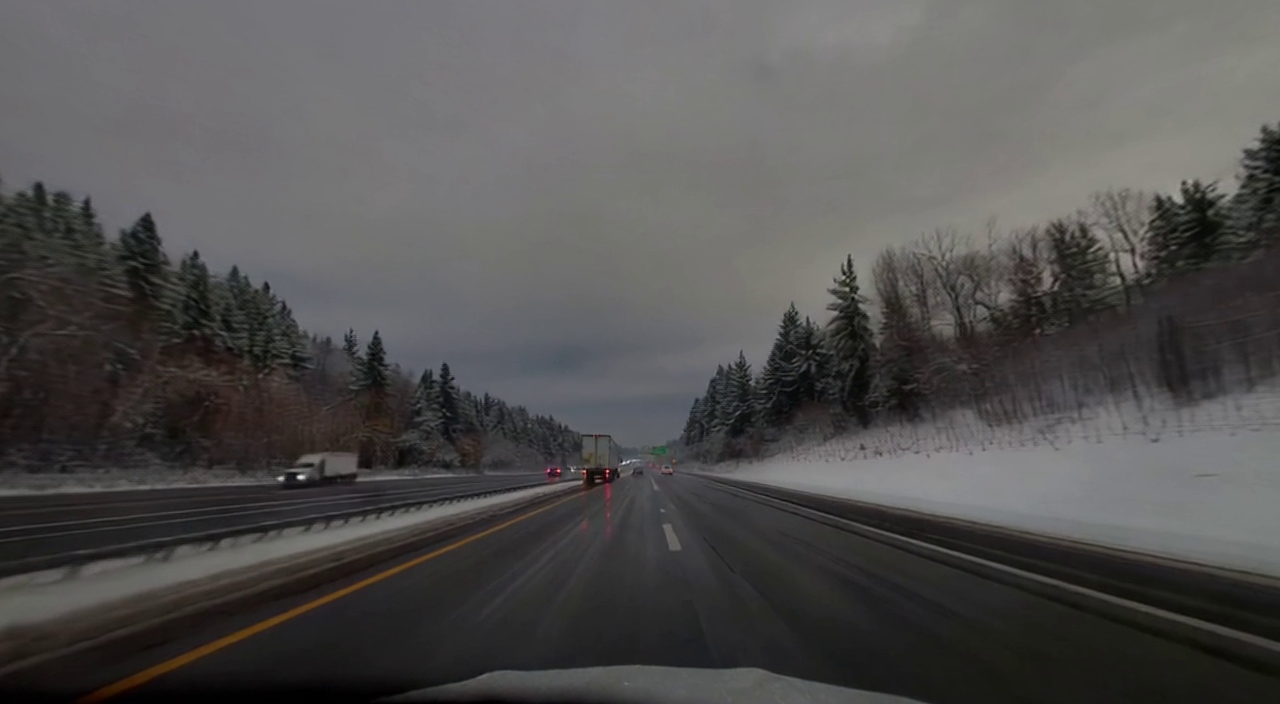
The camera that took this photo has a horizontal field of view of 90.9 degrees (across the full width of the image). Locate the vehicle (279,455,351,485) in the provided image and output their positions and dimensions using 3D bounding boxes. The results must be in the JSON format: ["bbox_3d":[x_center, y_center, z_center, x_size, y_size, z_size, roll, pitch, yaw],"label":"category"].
[{"bbox_3d":[-21.574,7.899,42.102,2.068,1.838,4.784,0,-10,2],"label":"vehicle"}]
